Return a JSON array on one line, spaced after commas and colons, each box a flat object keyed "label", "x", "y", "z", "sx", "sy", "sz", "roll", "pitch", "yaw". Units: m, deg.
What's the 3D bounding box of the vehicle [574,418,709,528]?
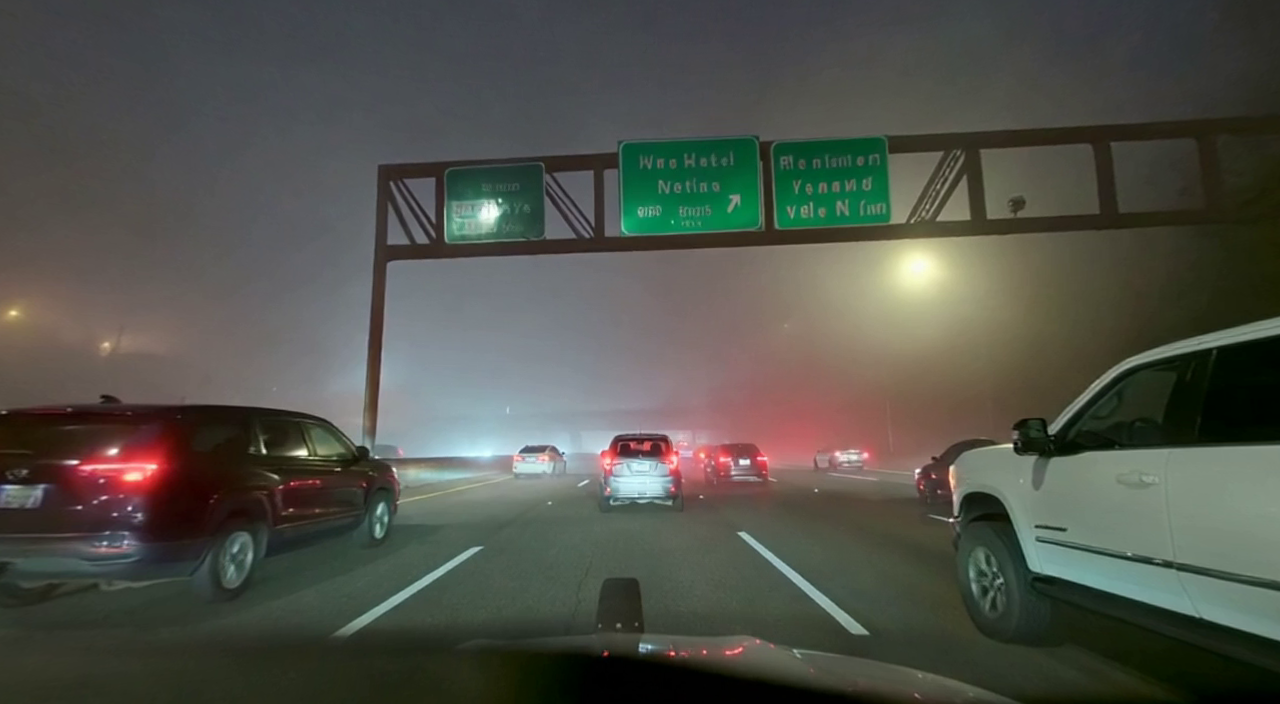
[{"label": "vehicle", "x": 0.048, "y": 2.287, "z": 12.406, "sx": 2.181, "sy": 1.756, "sz": 4.167, "roll": 0, "pitch": -9, "yaw": 1}]

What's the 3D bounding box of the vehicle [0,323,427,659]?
[{"label": "vehicle", "x": -4.568, "y": 1.300, "z": 7.036, "sx": 2.212, "sy": 2.101, "sz": 6.052, "roll": 0, "pitch": -9, "yaw": 0}]

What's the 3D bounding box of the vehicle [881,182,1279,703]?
[{"label": "vehicle", "x": 3.473, "y": 0.680, "z": 3.315, "sx": 2.300, "sy": 2.242, "sz": 5.327, "roll": 0, "pitch": -9, "yaw": 0}]

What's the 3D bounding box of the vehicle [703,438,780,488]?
[{"label": "vehicle", "x": 3.598, "y": 4.029, "z": 23.186, "sx": 2.022, "sy": 1.633, "sz": 4.651, "roll": 1, "pitch": -9, "yaw": -1}]

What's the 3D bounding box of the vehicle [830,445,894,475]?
[{"label": "vehicle", "x": 12.379, "y": 6.032, "z": 35.372, "sx": 1.797, "sy": 1.557, "sz": 4.653, "roll": 1, "pitch": -9, "yaw": -1}]

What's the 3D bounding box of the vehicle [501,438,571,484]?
[{"label": "vehicle", "x": -4.088, "y": 4.365, "z": 25.496, "sx": 1.982, "sy": 1.655, "sz": 4.604, "roll": 0, "pitch": -9, "yaw": 1}]
